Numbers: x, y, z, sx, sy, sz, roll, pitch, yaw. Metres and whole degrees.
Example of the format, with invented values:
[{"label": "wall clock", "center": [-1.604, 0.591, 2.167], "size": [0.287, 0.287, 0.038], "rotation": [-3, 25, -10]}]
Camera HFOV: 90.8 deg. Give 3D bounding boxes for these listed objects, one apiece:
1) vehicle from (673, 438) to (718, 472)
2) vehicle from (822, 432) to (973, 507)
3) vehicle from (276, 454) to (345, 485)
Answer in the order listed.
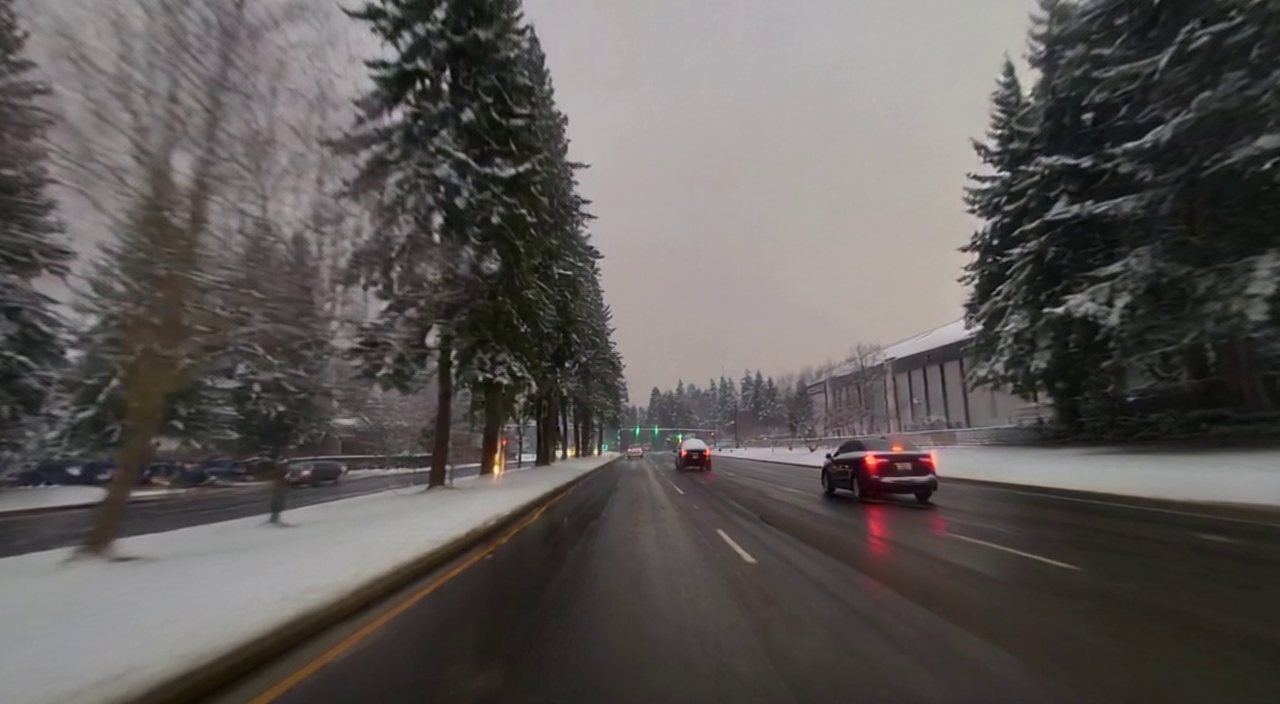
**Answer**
[{"label": "vehicle", "center": [3.143, 5.933, 36.561], "size": [2.095, 1.759, 4.862], "rotation": [0, -9, -1]}, {"label": "vehicle", "center": [6.274, 2.897, 16.024], "size": [2.000, 1.618, 4.238], "rotation": [0, -9, 0]}, {"label": "vehicle", "center": [-21.726, 7.745, 41.885], "size": [2.050, 1.890, 4.582], "rotation": [0, -9, 1]}]
